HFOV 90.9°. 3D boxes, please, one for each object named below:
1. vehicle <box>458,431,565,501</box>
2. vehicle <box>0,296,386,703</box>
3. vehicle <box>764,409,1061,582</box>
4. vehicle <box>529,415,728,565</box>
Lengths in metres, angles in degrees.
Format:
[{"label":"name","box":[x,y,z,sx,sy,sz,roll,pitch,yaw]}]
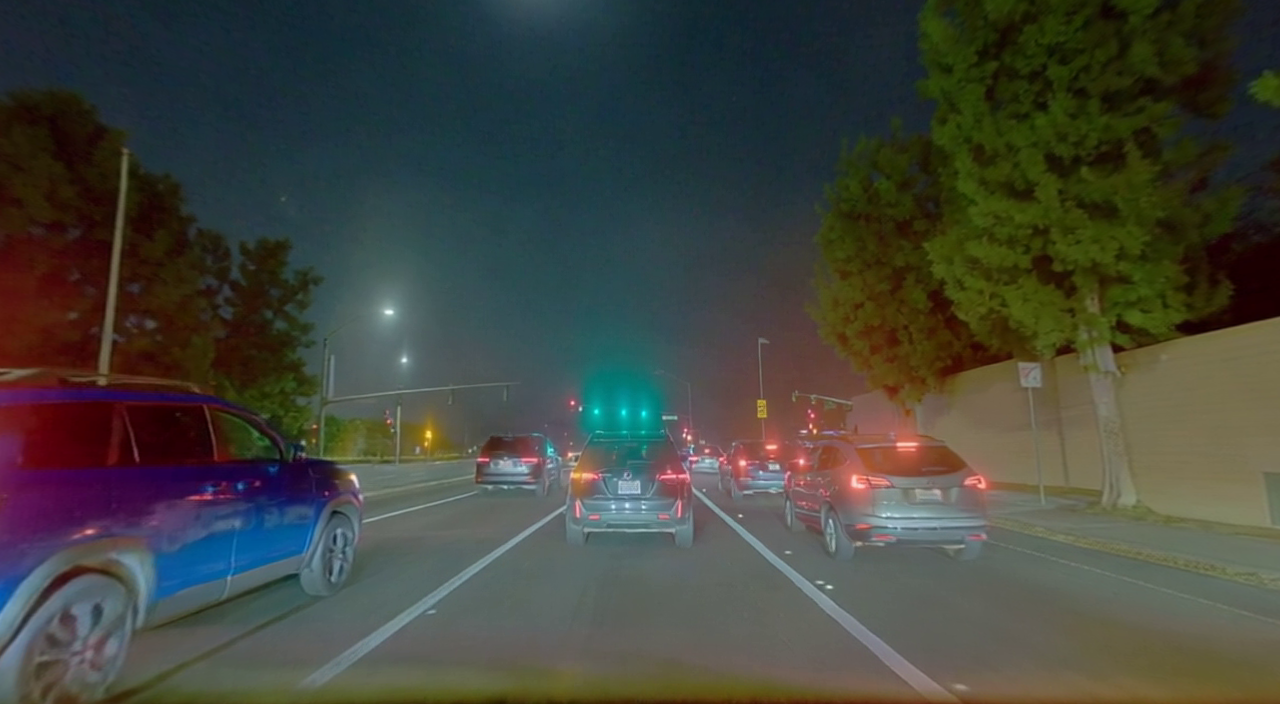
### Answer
[{"label":"vehicle","box":[-3.563,3.250,18.458,2.067,1.759,4.631,0,-8,1]},{"label":"vehicle","box":[-3.550,0.955,3.887,2.070,1.913,4.450,0,-8,0]},{"label":"vehicle","box":[3.142,1.742,8.467,2.029,1.702,4.281,0,-8,0]},{"label":"vehicle","box":[-0.097,1.845,9.128,2.245,1.677,3.913,0,-8,1]}]
